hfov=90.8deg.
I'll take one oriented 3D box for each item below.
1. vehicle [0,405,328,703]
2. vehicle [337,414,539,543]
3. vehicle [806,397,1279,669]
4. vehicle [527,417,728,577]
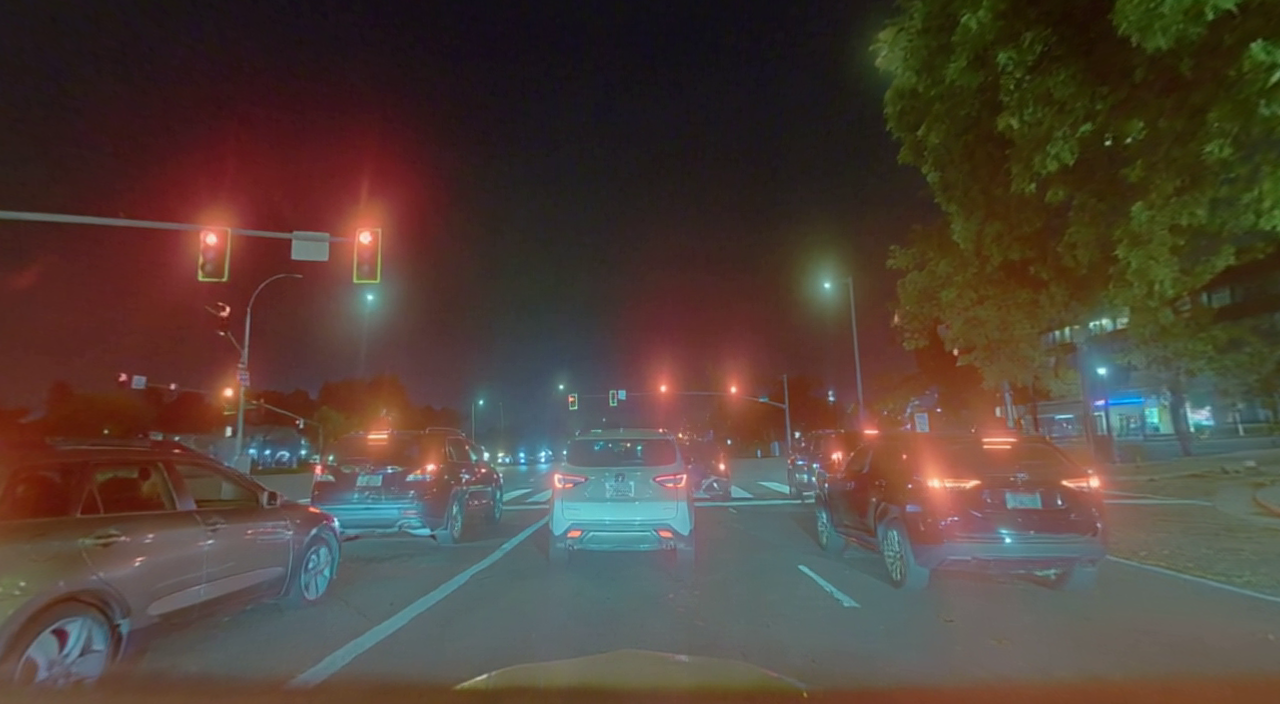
[{"bbox_3d":[-3.343,0.953,2.373,1.863,1.495,4.667,0,-8,1],"label":"vehicle"},{"bbox_3d":[-3.211,2.119,11.184,2.048,1.805,4.405,0,-8,1],"label":"vehicle"},{"bbox_3d":[3.228,1.443,6.192,2.006,1.659,4.462,0,-8,1],"label":"vehicle"},{"bbox_3d":[-0.096,1.802,8.561,2.106,1.655,3.717,0,-8,1],"label":"vehicle"}]
